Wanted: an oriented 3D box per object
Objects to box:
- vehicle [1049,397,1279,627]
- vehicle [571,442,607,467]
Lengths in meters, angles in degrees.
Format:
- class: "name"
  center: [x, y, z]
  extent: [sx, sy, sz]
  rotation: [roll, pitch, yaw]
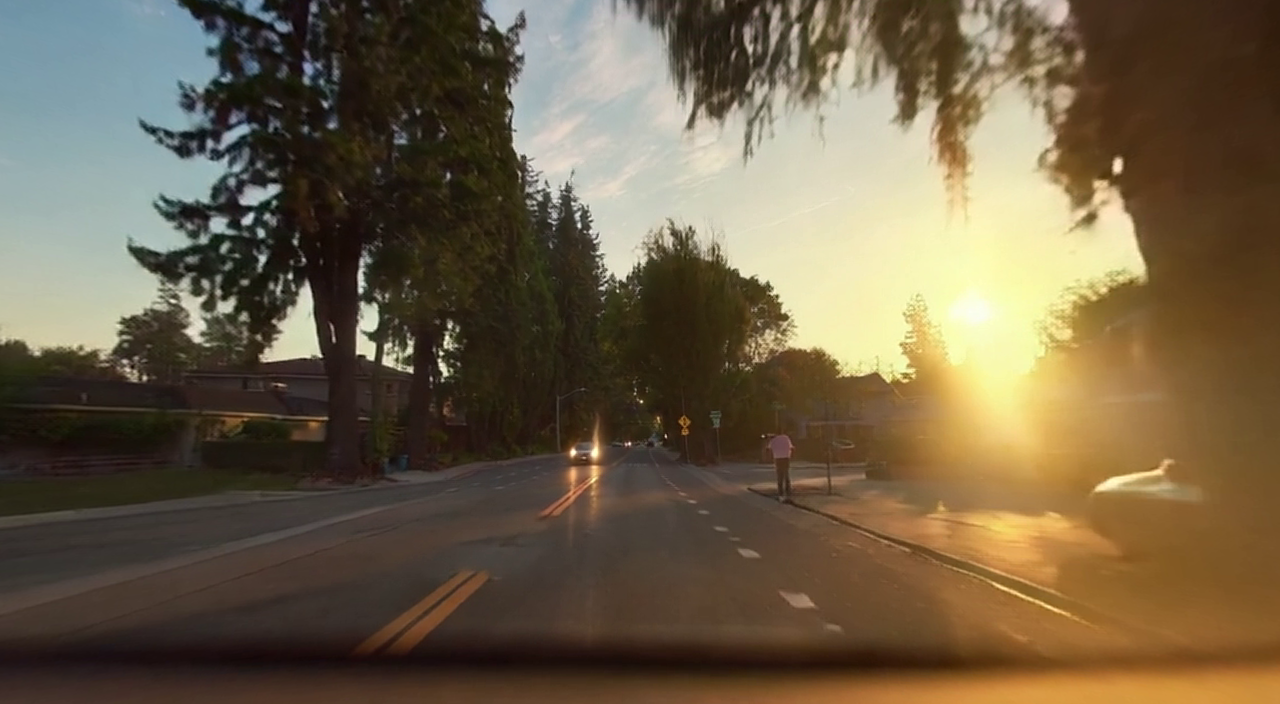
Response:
- class: "vehicle"
  center: [5.856, 1.238, 4.978]
  extent: [2.096, 1.713, 4.606]
  rotation: [0, -9, 0]
- class: "vehicle"
  center: [-3.833, 7.795, 48.101]
  extent: [2.267, 1.768, 4.911]
  rotation: [0, -9, 1]
